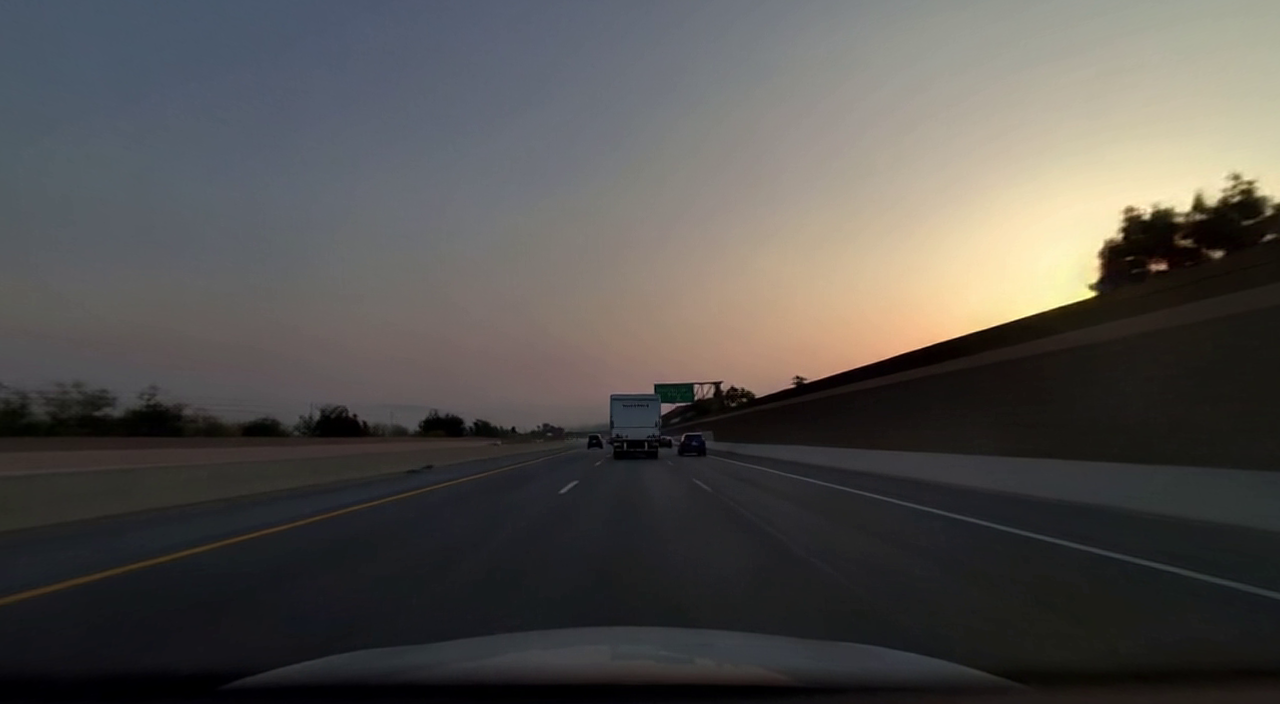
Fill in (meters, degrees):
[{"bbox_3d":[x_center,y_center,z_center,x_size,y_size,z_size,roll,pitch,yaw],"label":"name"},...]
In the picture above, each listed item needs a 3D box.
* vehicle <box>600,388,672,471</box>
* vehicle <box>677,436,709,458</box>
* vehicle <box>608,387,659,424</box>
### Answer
[{"bbox_3d":[-0.362,4.081,32.796,2.953,3.406,13.372,0,-7,-2],"label":"vehicle"},{"bbox_3d":[3.705,6.743,44.812,1.910,1.492,4.324,0,-8,0],"label":"vehicle"},{"bbox_3d":[-0.277,2.471,28.264,2.112,1.472,4.240,0,-8,0],"label":"vehicle"}]
